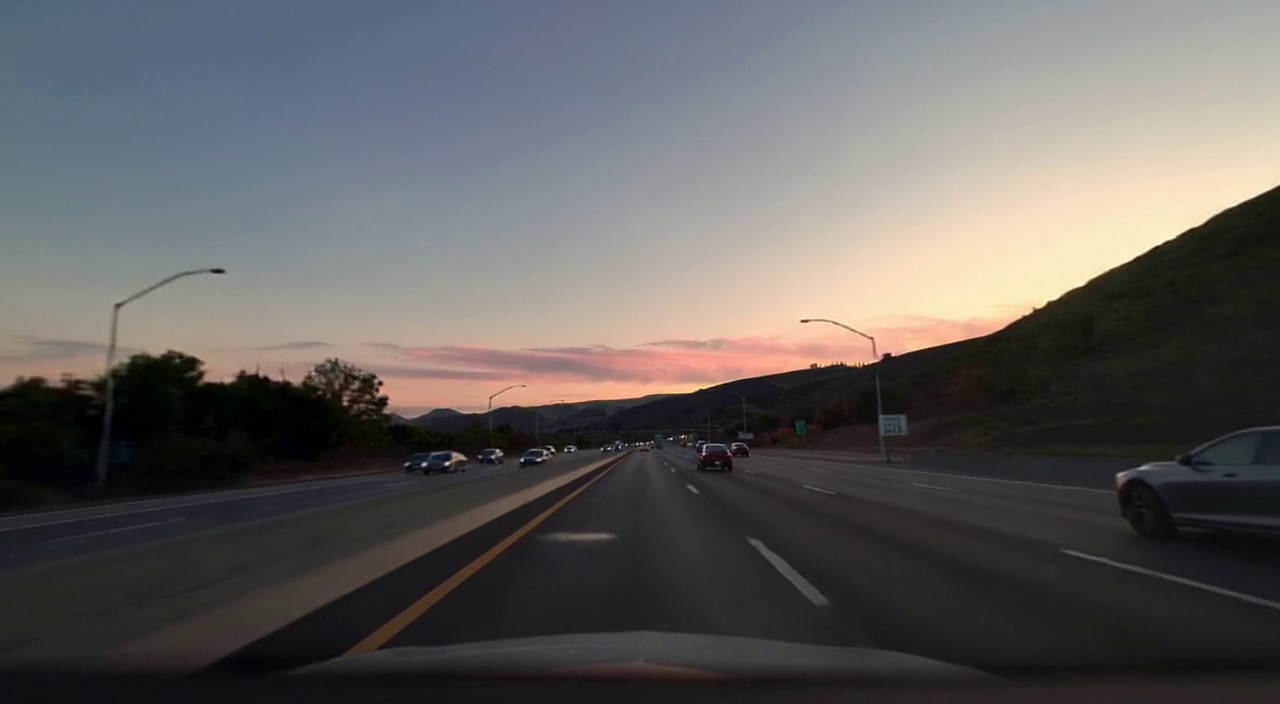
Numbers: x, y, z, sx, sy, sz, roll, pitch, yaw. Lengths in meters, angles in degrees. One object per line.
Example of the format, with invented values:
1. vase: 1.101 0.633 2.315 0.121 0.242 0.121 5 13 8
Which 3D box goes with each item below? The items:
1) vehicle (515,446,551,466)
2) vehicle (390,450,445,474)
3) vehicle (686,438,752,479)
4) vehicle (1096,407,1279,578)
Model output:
1. vehicle: -8.295 8.068 49.126 1.949 1.488 4.526 -1 -8 1
2. vehicle: -15.545 7.700 44.362 2.136 1.479 4.748 -1 -8 1
3. vehicle: 2.972 4.129 24.658 2.044 1.444 4.216 0 -8 0
4. vehicle: 6.779 1.240 5.537 1.988 1.530 4.777 0 -8 0
